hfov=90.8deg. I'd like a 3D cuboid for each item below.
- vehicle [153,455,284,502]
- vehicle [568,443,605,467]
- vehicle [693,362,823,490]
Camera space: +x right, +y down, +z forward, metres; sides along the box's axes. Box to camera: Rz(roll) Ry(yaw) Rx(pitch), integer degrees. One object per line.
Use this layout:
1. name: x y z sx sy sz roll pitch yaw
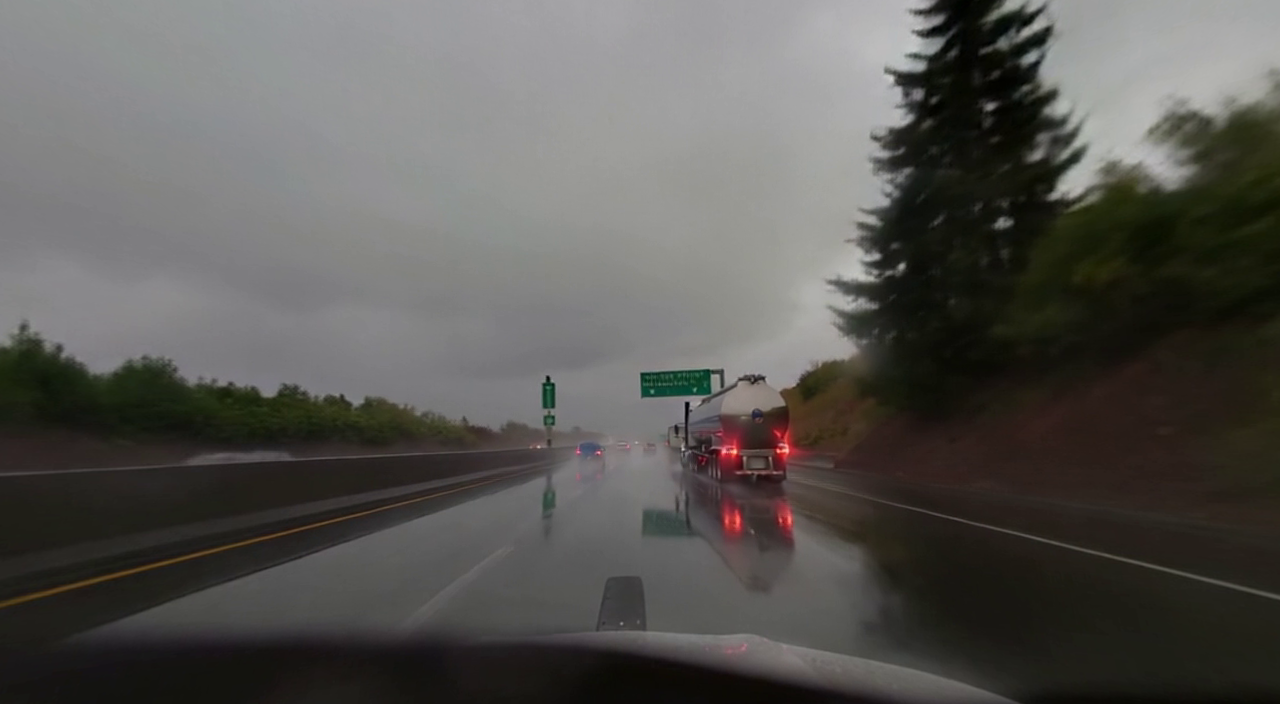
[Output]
1. vehicle: -14.688 4.400 22.298 1.806 1.456 4.009 0 -9 0
2. vehicle: -3.396 6.633 40.667 1.986 1.458 4.506 0 -9 0
3. vehicle: 3.871 2.890 23.448 2.759 3.734 9.708 0 -9 -1
